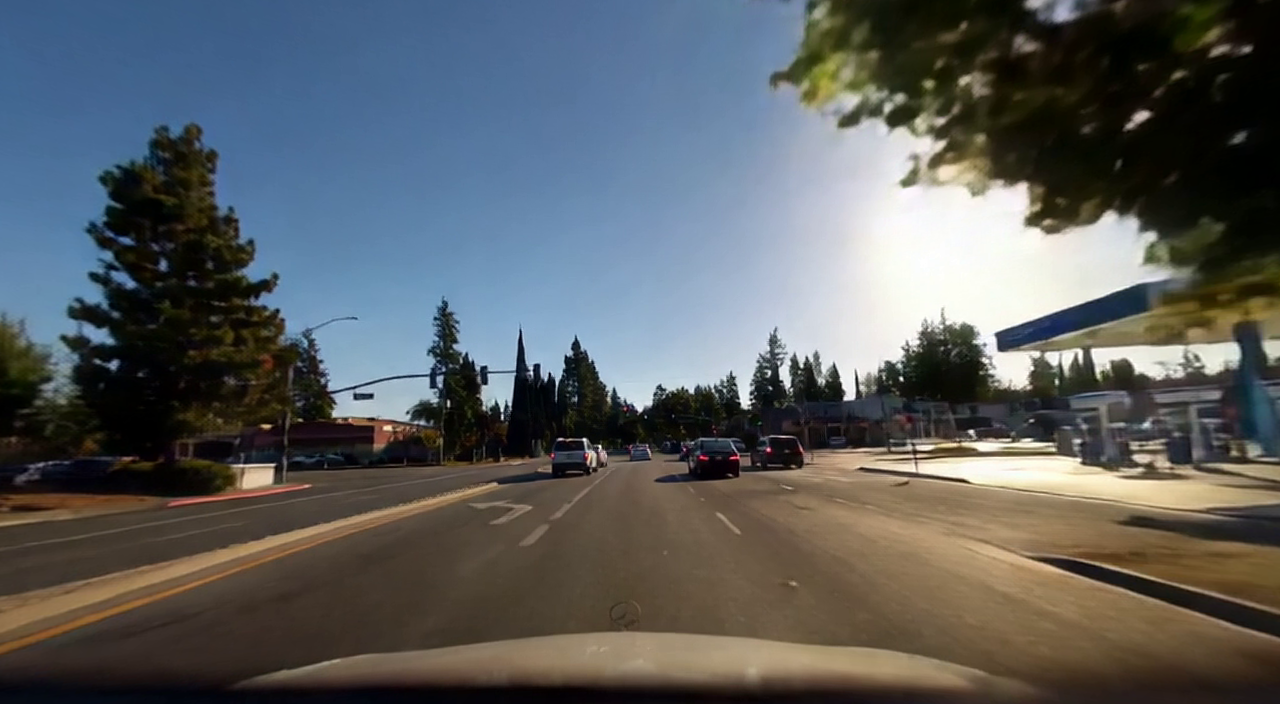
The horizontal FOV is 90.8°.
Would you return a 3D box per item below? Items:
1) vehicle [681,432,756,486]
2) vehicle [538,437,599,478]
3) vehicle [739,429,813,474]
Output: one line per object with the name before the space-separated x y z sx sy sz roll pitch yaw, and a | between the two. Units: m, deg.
vehicle | 2.813 3.978 23.779 2.140 1.800 4.660 0 -9 -1
vehicle | -3.332 5.021 30.299 2.261 1.820 4.255 -1 -9 2
vehicle | 7.027 5.232 33.361 2.510 2.176 5.527 0 -9 -2
